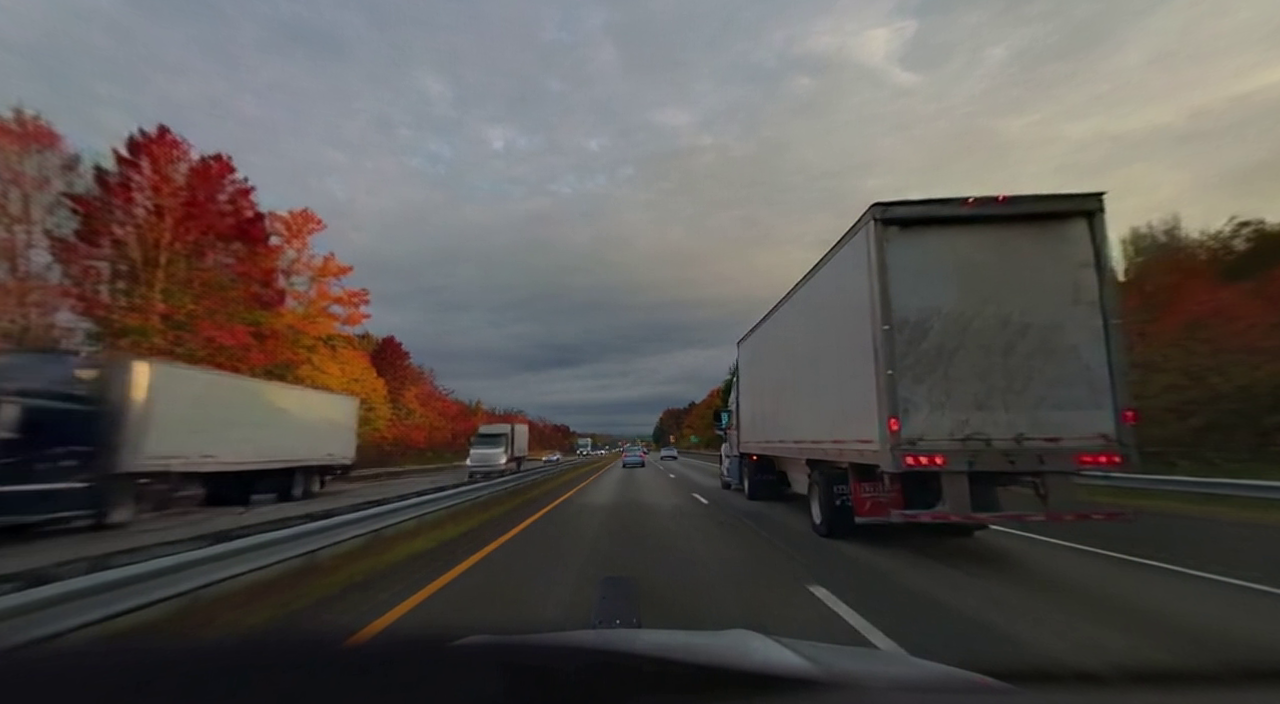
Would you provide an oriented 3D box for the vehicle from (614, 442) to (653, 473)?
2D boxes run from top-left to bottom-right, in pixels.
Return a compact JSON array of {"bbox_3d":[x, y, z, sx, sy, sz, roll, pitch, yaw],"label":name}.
[{"bbox_3d":[-0.413,6.170,36.901,2.151,1.693,4.201,0,-9,-1],"label":"vehicle"}]

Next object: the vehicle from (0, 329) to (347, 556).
[{"bbox_3d":[-13.293,2.684,18.248,2.954,4.145,13.980,0,-9,-1],"label":"vehicle"}]

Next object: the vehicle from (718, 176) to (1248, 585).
[{"bbox_3d":[4.131,1.214,13.018,3.068,4.042,13.787,0,-9,-1],"label":"vehicle"}]

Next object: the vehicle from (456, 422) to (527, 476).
[{"bbox_3d":[-9.383,6.276,40.468,2.775,3.102,7.295,-1,-9,0],"label":"vehicle"}]
